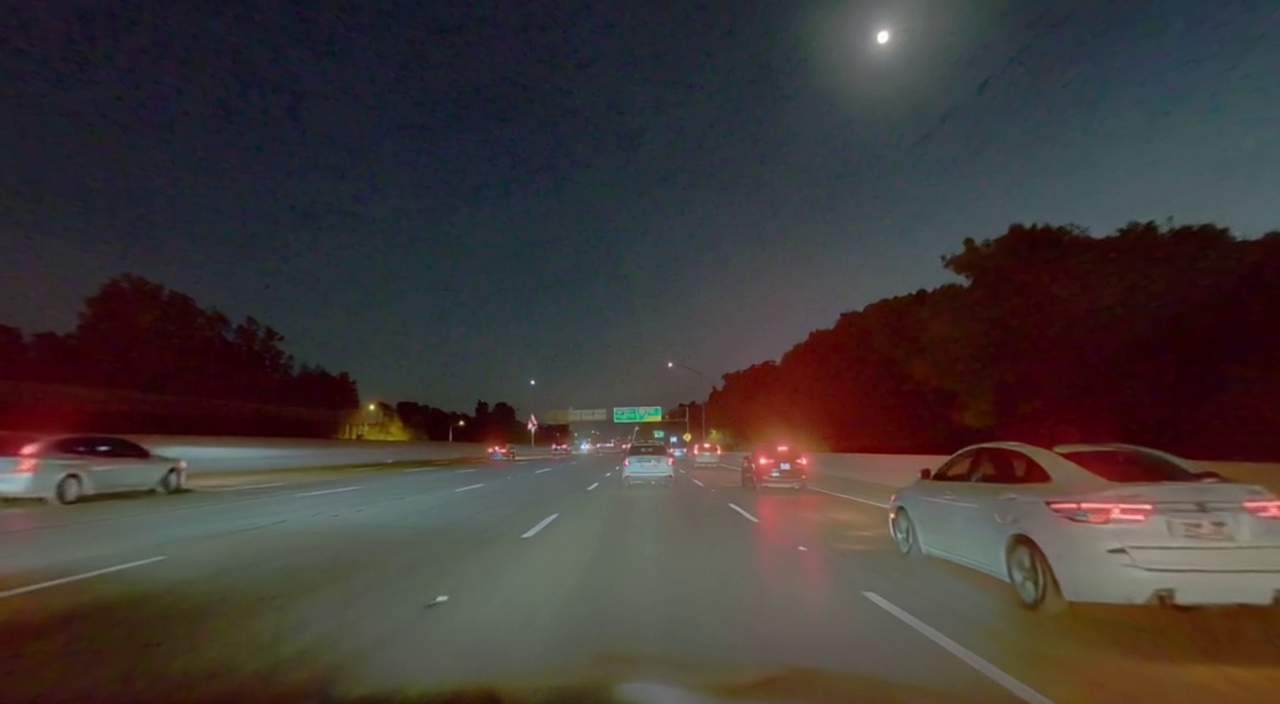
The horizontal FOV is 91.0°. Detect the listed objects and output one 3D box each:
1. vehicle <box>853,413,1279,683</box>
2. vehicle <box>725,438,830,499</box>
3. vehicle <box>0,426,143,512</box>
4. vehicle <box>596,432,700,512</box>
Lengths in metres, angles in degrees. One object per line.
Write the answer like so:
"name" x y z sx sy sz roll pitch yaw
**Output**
"vehicle" 3.723 1.434 5.794 1.979 1.504 4.377 0 -9 0
"vehicle" 3.746 3.251 17.934 2.044 1.523 3.947 0 -9 -1
"vehicle" -14.028 2.553 13.983 2.104 1.728 4.679 0 -9 0
"vehicle" 0.166 2.661 14.378 2.044 1.554 3.824 0 -9 0
